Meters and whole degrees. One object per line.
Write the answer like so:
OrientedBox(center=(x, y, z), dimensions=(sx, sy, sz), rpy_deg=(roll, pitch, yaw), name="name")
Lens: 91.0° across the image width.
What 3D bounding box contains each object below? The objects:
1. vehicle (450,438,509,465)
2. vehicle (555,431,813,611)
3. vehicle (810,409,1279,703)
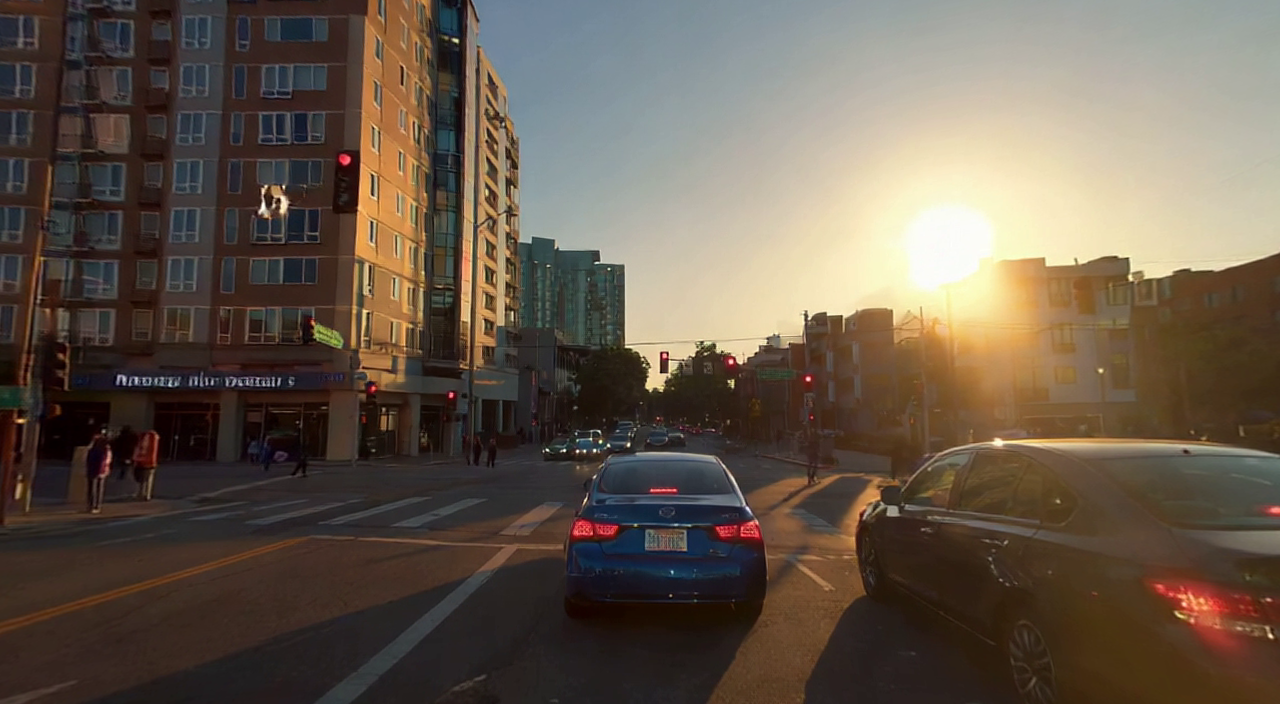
OrientedBox(center=(-9.997, 6.254, 39.559), dimensions=(2.030, 1.596, 3.912), rpy_deg=(-2, -9, 11), name="vehicle")
OrientedBox(center=(0.290, 1.696, 7.301), dimensions=(2.132, 1.464, 4.089), rpy_deg=(0, -8, -2), name="vehicle")
OrientedBox(center=(2.820, 1.286, 4.551), dimensions=(1.961, 1.498, 4.356), rpy_deg=(0, -8, 0), name="vehicle")
